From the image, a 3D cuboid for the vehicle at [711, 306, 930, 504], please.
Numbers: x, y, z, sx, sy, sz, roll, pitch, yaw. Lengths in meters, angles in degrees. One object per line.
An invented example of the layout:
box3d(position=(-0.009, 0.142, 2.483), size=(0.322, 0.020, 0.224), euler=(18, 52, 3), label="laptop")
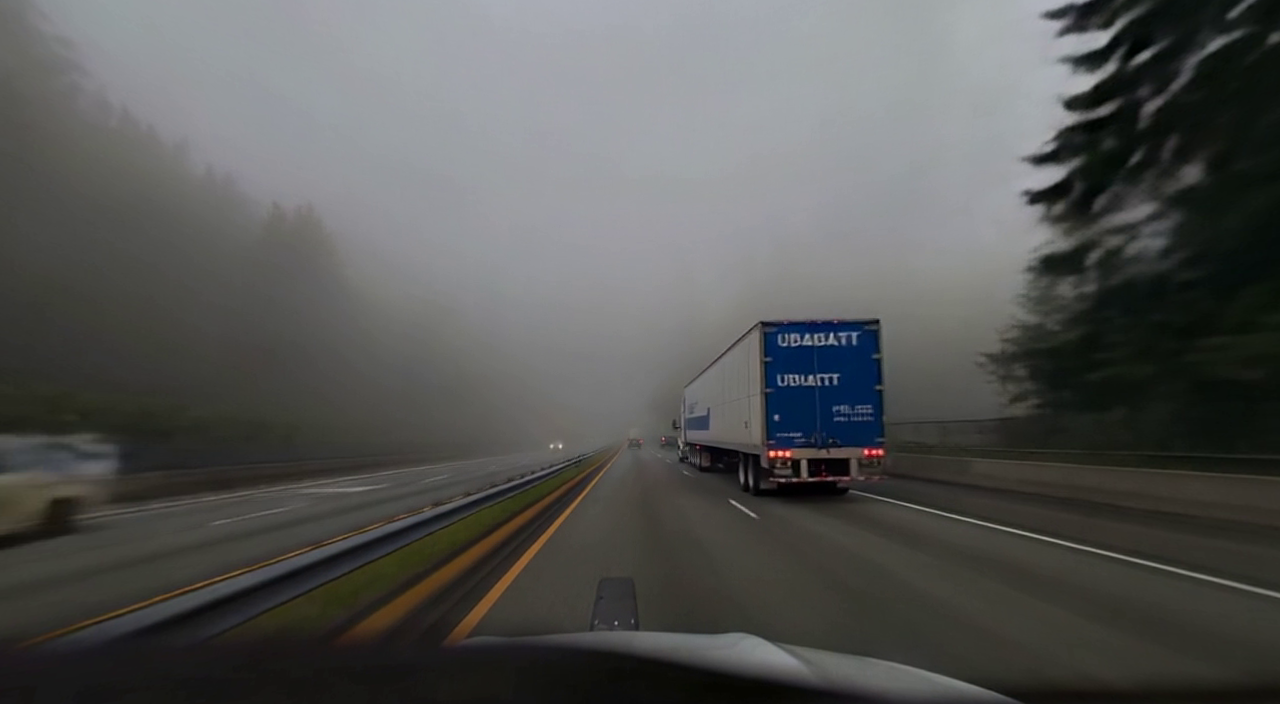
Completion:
box3d(position=(3.973, 1.572, 16.470), size=(3.006, 3.850, 8.310), euler=(0, -8, -1), label="vehicle")
